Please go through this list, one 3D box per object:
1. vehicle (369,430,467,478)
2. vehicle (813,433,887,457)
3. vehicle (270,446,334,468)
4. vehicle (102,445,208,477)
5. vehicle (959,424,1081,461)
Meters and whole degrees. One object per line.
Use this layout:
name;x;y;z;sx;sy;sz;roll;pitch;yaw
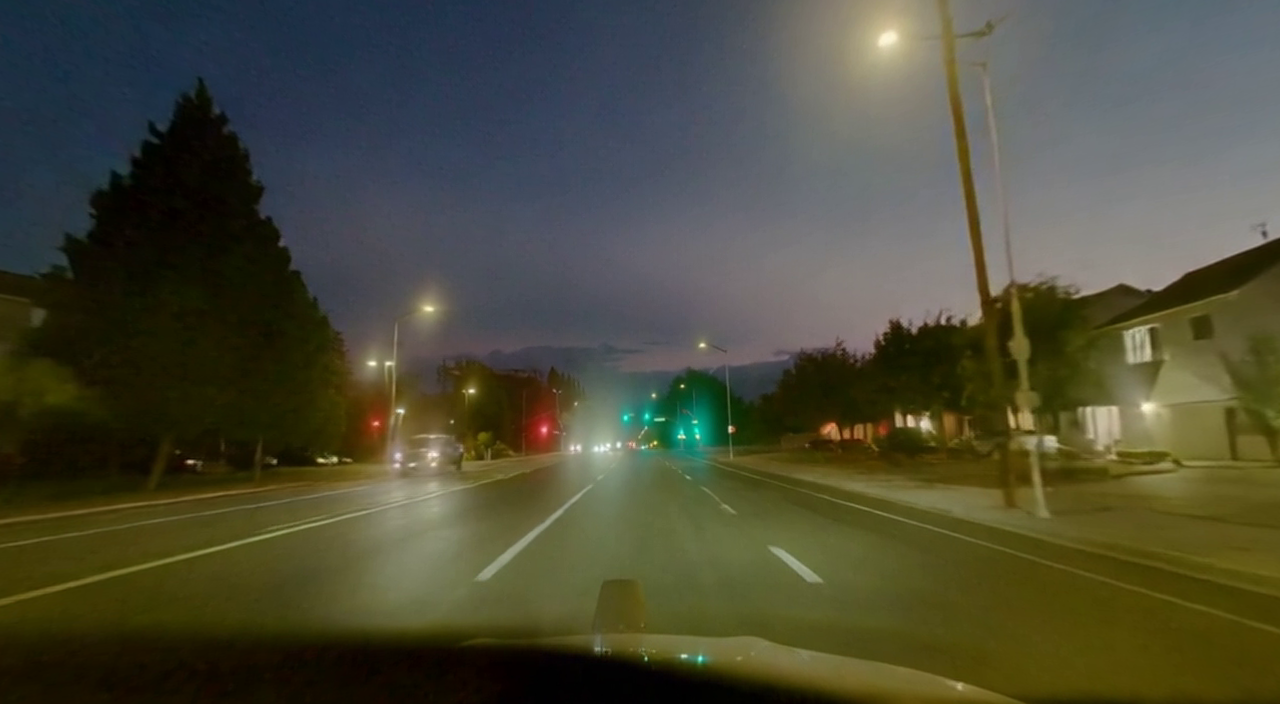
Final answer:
vehicle;-10.040;4.660;29.127;2.294;1.975;5.773;0;-9;1
vehicle;15.275;6.803;46.056;4.625;1.467;1.991;-3;-8;2
vehicle;-22.532;7.010;42.081;3.348;1.380;1.584;2;-8;-7
vehicle;-22.204;4.999;28.957;3.459;1.419;1.631;0;-9;-2
vehicle;18.478;4.431;30.835;4.591;1.718;2.107;0;-9;-2
